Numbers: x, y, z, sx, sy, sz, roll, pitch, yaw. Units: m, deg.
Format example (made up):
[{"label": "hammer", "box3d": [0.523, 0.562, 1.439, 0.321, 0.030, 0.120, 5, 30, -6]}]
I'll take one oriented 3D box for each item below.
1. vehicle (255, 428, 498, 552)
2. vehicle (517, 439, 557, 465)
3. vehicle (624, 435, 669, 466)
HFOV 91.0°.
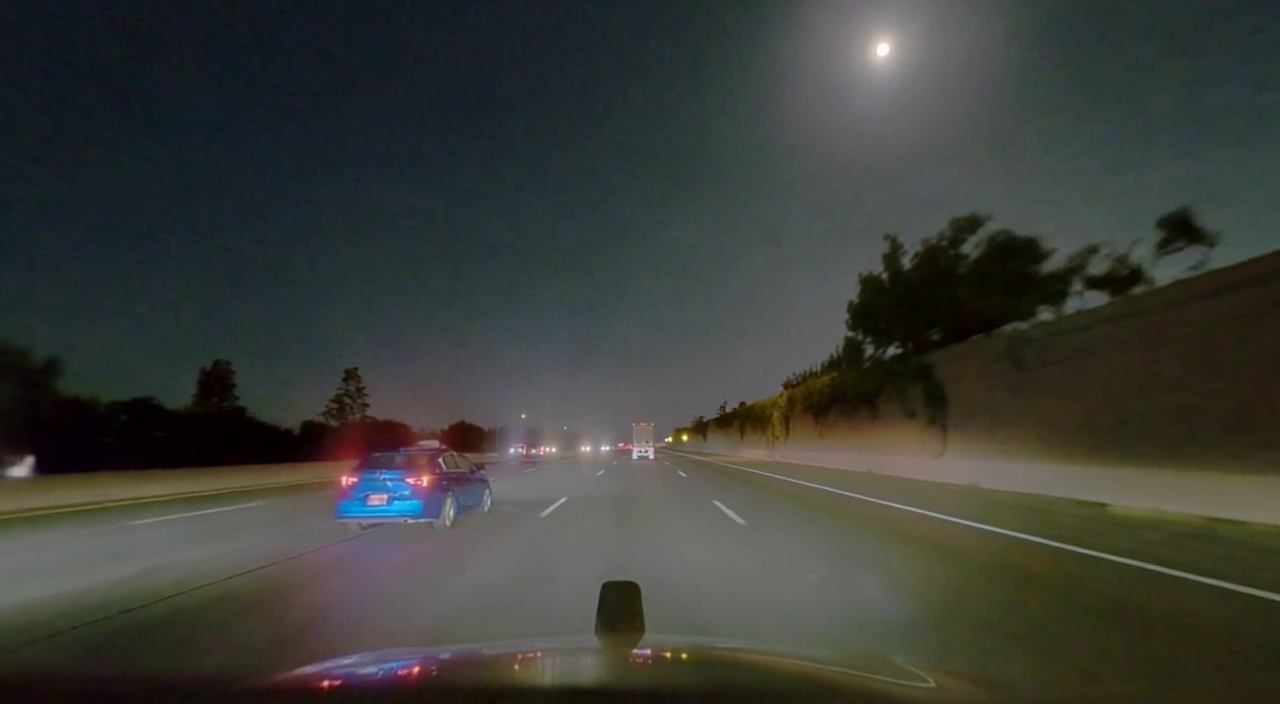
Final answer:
[{"label": "vehicle", "box3d": [-3.778, 2.045, 10.058, 2.000, 1.512, 4.371, 0, -9, 0]}, {"label": "vehicle", "box3d": [-7.421, 7.228, 45.684, 2.068, 1.757, 4.611, 0, -8, 0]}, {"label": "vehicle", "box3d": [0.339, 6.631, 42.485, 2.856, 1.994, 4.931, 0, -9, -1]}]
